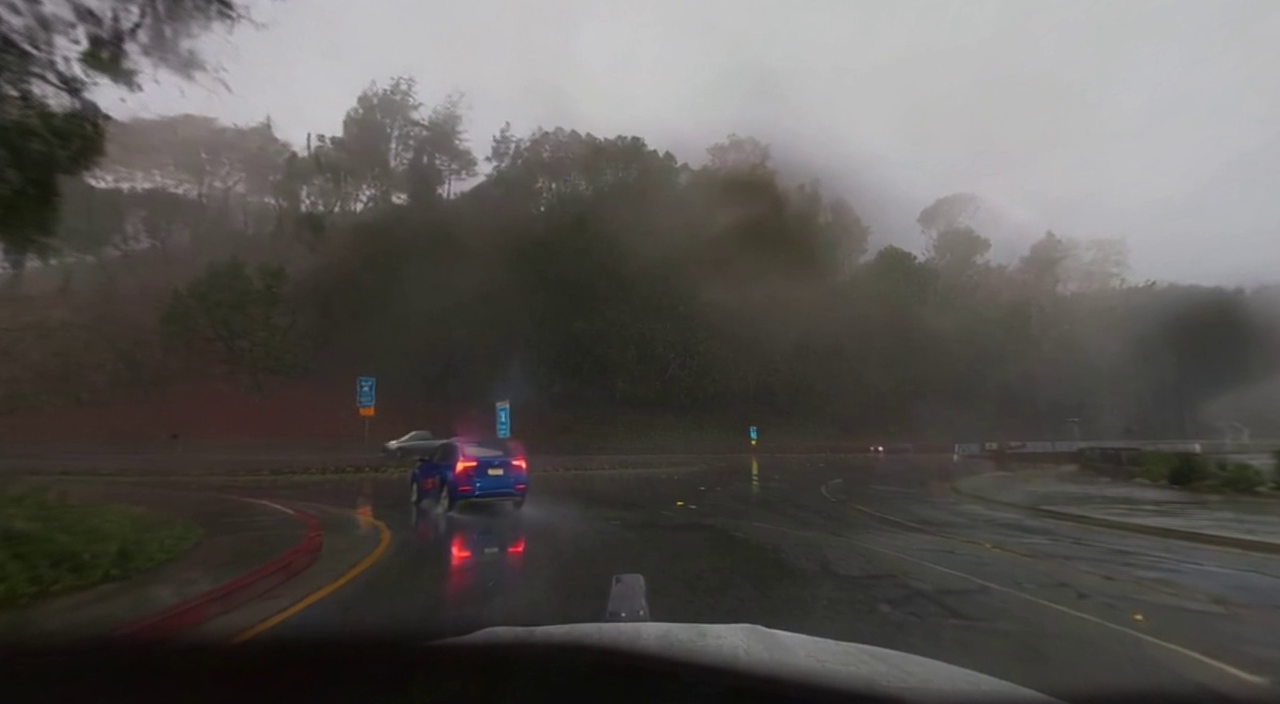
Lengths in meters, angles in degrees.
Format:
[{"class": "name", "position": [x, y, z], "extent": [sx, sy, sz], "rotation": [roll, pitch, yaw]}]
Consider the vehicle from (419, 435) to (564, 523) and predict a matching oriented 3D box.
[{"class": "vehicle", "position": [-3.429, 2.718, 13.990], "extent": [2.078, 1.607, 4.010], "rotation": [5, -10, -29]}]
